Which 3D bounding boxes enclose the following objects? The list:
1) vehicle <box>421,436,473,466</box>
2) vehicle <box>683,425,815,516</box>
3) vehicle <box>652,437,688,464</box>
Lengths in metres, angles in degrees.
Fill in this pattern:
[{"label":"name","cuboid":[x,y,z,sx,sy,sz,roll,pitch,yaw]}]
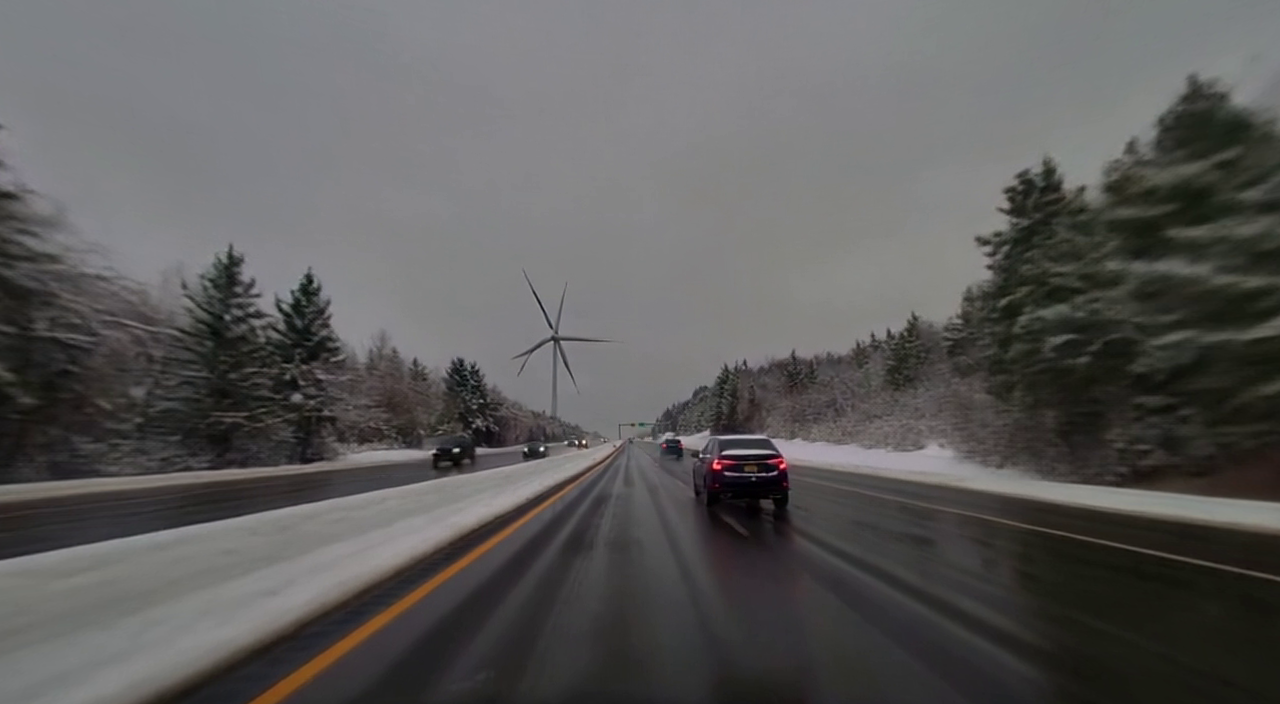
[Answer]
[{"label":"vehicle","cuboid":[-13.319,6.849,43.663,2.148,1.937,4.755,0,-8,0]},{"label":"vehicle","cuboid":[2.123,2.441,13.589,2.038,1.624,4.312,0,-8,0]},{"label":"vehicle","cuboid":[1.916,6.491,41.580,2.066,1.661,4.500,0,-8,-1]}]
